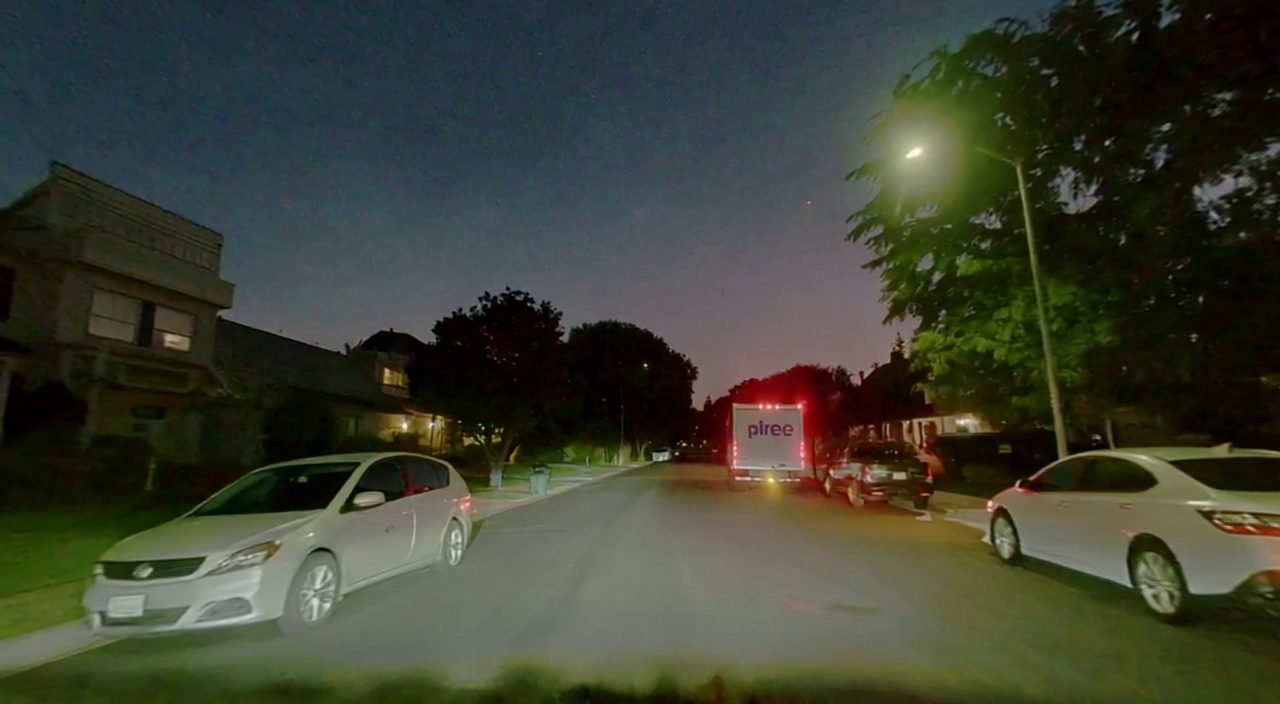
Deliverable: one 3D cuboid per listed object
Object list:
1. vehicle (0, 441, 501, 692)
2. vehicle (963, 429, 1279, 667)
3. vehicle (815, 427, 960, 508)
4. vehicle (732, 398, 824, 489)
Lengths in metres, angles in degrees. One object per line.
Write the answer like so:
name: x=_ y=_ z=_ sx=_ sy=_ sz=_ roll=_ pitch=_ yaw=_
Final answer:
vehicle: x=-3.262 y=1.723 z=6.495 sx=1.938 sy=1.402 sz=5.095 roll=2 pitch=-9 yaw=7
vehicle: x=5.251 y=1.583 z=6.258 sx=1.943 sy=1.511 sz=4.582 roll=-1 pitch=-8 yaw=5
vehicle: x=6.533 y=3.082 z=17.268 sx=2.410 sy=1.902 sz=4.277 roll=-1 pitch=-8 yaw=4
vehicle: x=5.177 y=3.630 z=24.922 sx=2.924 sy=3.018 sz=7.600 roll=-1 pitch=-9 yaw=8
